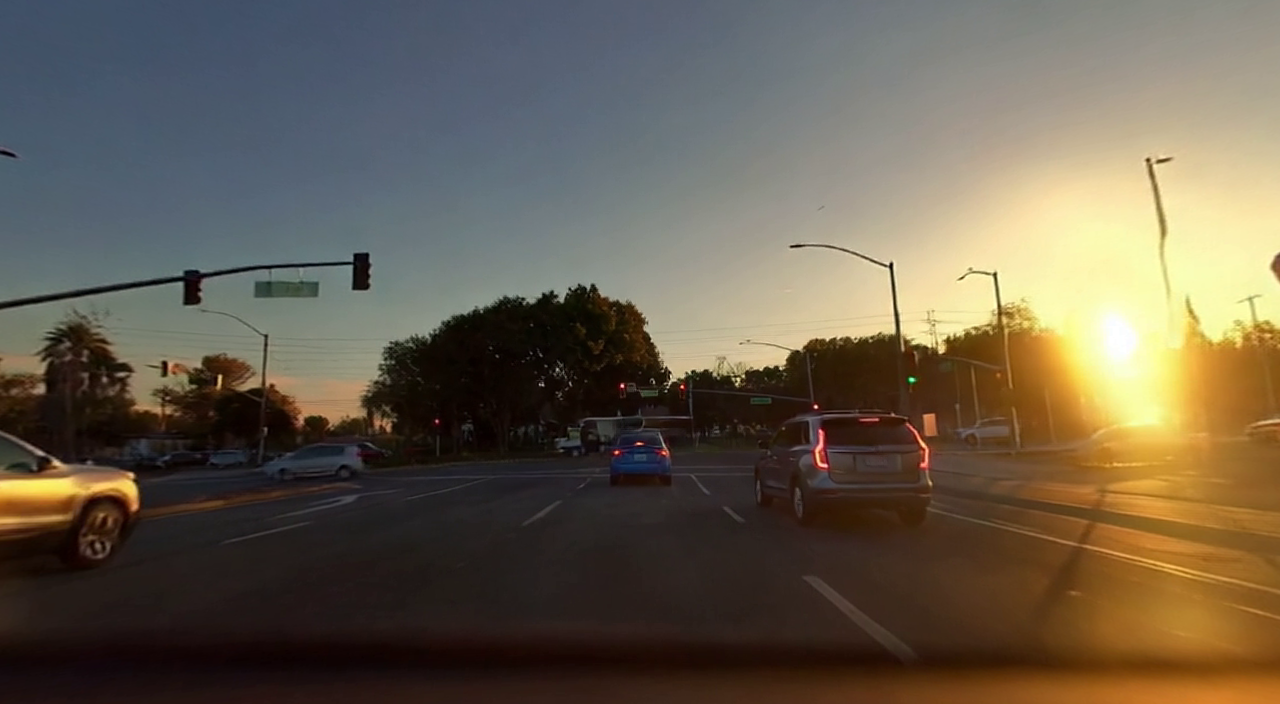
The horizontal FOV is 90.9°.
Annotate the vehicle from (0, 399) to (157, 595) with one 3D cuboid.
[{"bbox_3d":[-6.886,1.223,5.086,2.011,1.774,4.866,0,-8,1],"label":"vehicle"}]

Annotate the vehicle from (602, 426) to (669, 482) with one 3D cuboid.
[{"bbox_3d":[-0.107,3.466,21.565,2.067,1.702,3.987,0,-8,1],"label":"vehicle"}]

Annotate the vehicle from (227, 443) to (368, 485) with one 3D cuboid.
[{"bbox_3d":[-13.629,4.455,25.465,1.835,1.485,4.788,-4,-9,24],"label":"vehicle"}]

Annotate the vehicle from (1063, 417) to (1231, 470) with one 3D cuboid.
[{"bbox_3d":[16.690,3.031,20.928,3.848,1.674,1.887,0,-9,2],"label":"vehicle"}]

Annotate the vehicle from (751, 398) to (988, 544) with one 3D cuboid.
[{"bbox_3d":[3.215,1.791,10.004,2.083,1.779,4.347,0,-8,0],"label":"vehicle"}]
